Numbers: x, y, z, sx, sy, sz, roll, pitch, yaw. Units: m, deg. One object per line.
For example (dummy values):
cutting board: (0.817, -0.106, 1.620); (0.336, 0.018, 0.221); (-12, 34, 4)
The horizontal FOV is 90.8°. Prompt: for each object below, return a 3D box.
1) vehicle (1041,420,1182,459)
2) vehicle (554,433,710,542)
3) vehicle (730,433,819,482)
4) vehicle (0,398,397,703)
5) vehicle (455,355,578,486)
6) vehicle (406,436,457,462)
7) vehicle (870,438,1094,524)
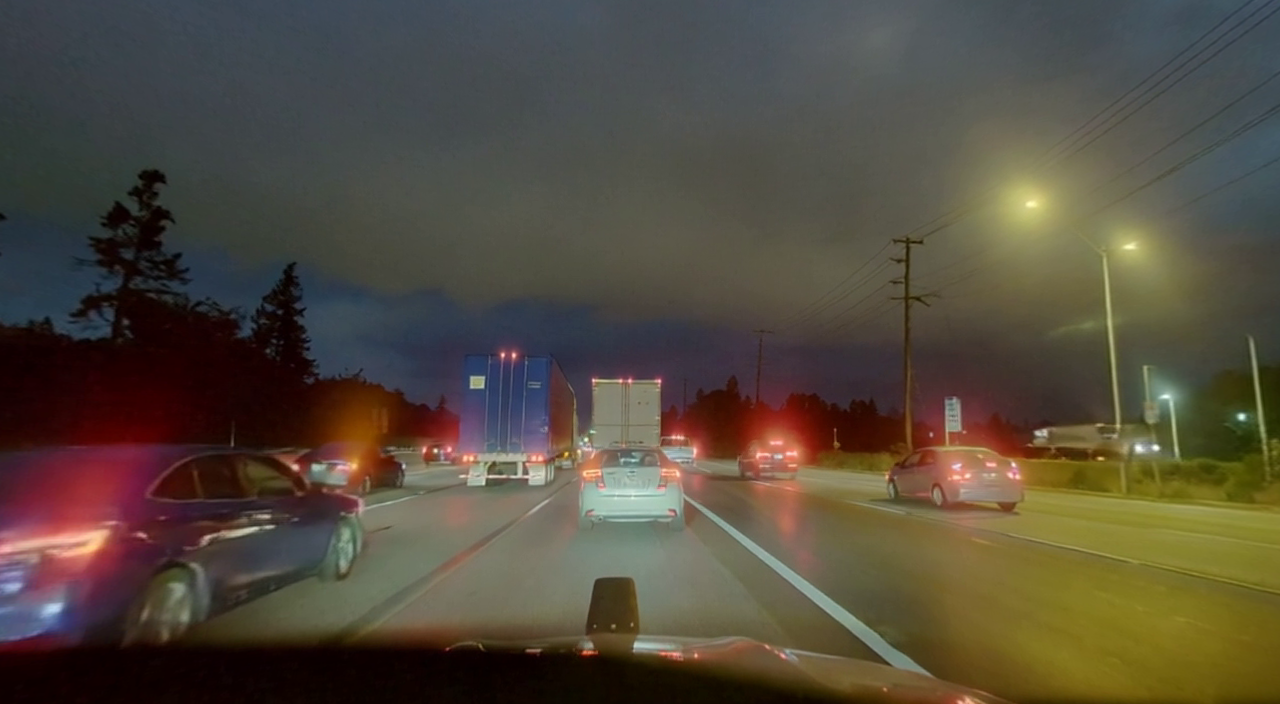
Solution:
vehicle: (25.208, 4.778, 34.192); (2.321, 1.880, 6.188); (1, -9, -7)
vehicle: (-0.208, 2.144, 10.636); (2.112, 1.463, 4.012); (0, -9, -3)
vehicle: (4.912, 3.925, 23.730); (2.023, 1.676, 4.002); (1, -9, -7)
vehicle: (-3.717, 1.219, 4.498); (2.090, 1.463, 4.968); (0, -9, -1)
vehicle: (-4.938, 3.606, 29.845); (3.150, 4.298, 17.928); (1, -9, -3)
vehicle: (-14.146, 6.620, 43.113); (2.148, 1.678, 4.851); (1, -9, -4)
vehicle: (6.530, 2.485, 12.733); (1.878, 1.406, 4.164); (1, -9, -6)
